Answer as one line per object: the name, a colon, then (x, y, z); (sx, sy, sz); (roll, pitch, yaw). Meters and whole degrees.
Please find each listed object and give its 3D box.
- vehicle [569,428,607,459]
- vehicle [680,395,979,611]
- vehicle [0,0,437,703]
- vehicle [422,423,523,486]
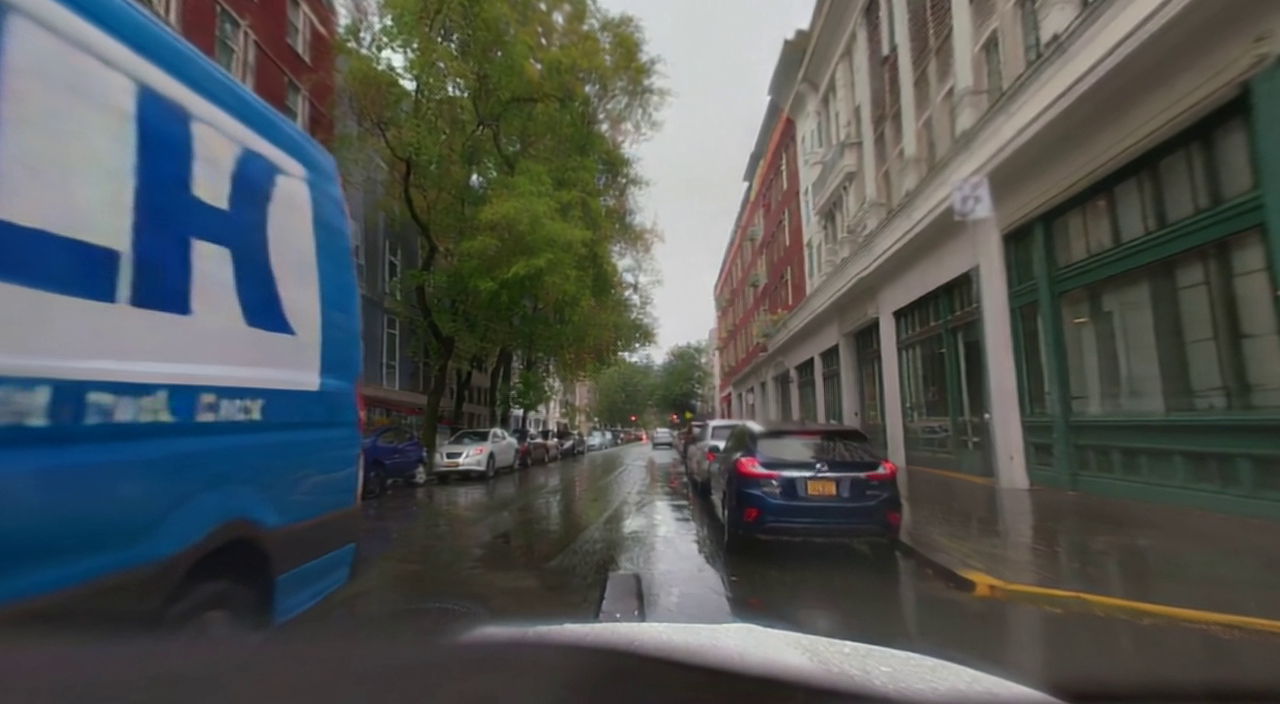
vehicle: (-3.615, 6.384, 44.307); (2.027, 1.640, 4.444); (1, -3, 3)
vehicle: (1.461, 1.360, 6.767); (1.925, 1.481, 4.653); (-1, -8, 2)
vehicle: (-3.071, -0.103, 1.473); (2.558, 3.014, 7.101); (-1, -9, 2)
vehicle: (-4.978, 3.039, 19.324); (1.867, 1.519, 3.920); (1, -4, 2)
